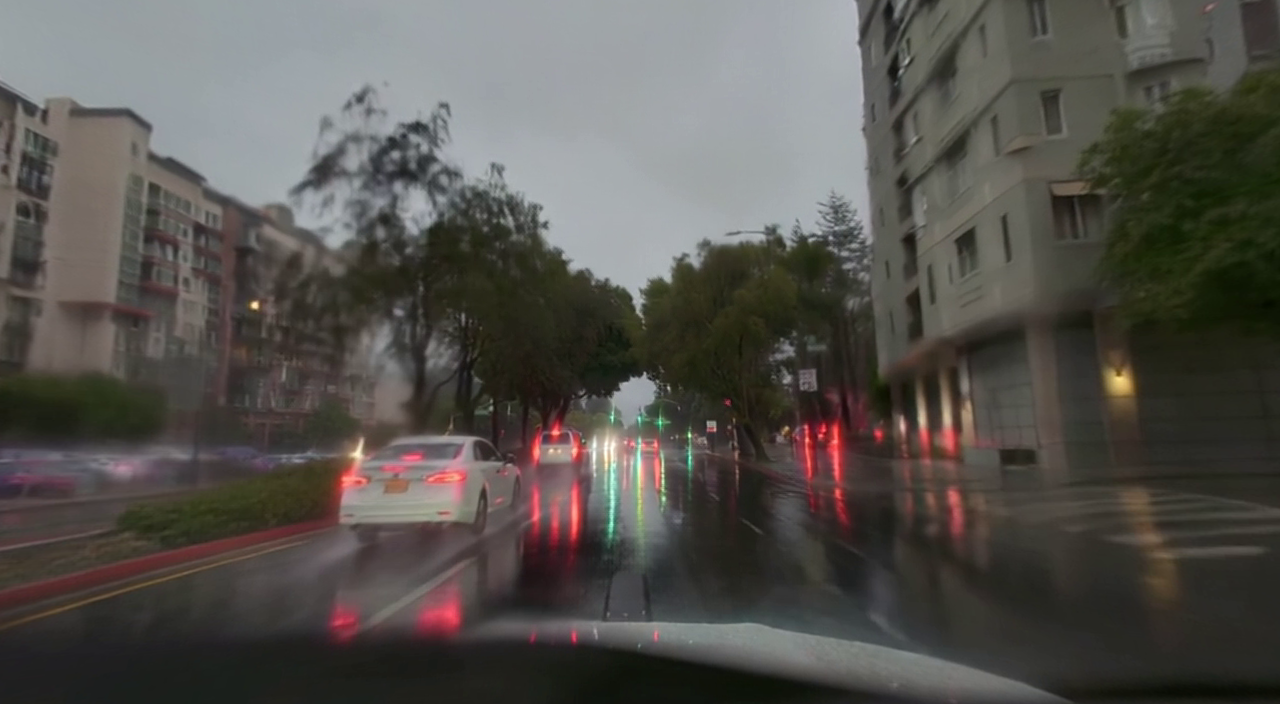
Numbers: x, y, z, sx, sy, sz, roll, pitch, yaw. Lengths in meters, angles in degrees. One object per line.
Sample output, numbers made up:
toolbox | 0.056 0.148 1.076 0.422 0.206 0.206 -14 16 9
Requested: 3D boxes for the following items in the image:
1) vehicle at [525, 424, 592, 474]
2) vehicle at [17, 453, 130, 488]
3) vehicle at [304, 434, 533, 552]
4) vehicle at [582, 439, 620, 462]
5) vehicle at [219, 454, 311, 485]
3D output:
vehicle | -3.408 4.193 27.300 2.152 1.987 4.527 0 -9 1
vehicle | -28.704 5.995 32.115 1.859 1.614 4.102 0 -9 1
vehicle | -3.031 2.023 9.769 1.959 1.406 4.272 0 -9 1
vehicle | -2.600 6.727 43.105 2.246 1.481 4.146 0 -9 1
vehicle | -19.676 6.153 33.356 1.878 1.472 4.736 0 -9 1
